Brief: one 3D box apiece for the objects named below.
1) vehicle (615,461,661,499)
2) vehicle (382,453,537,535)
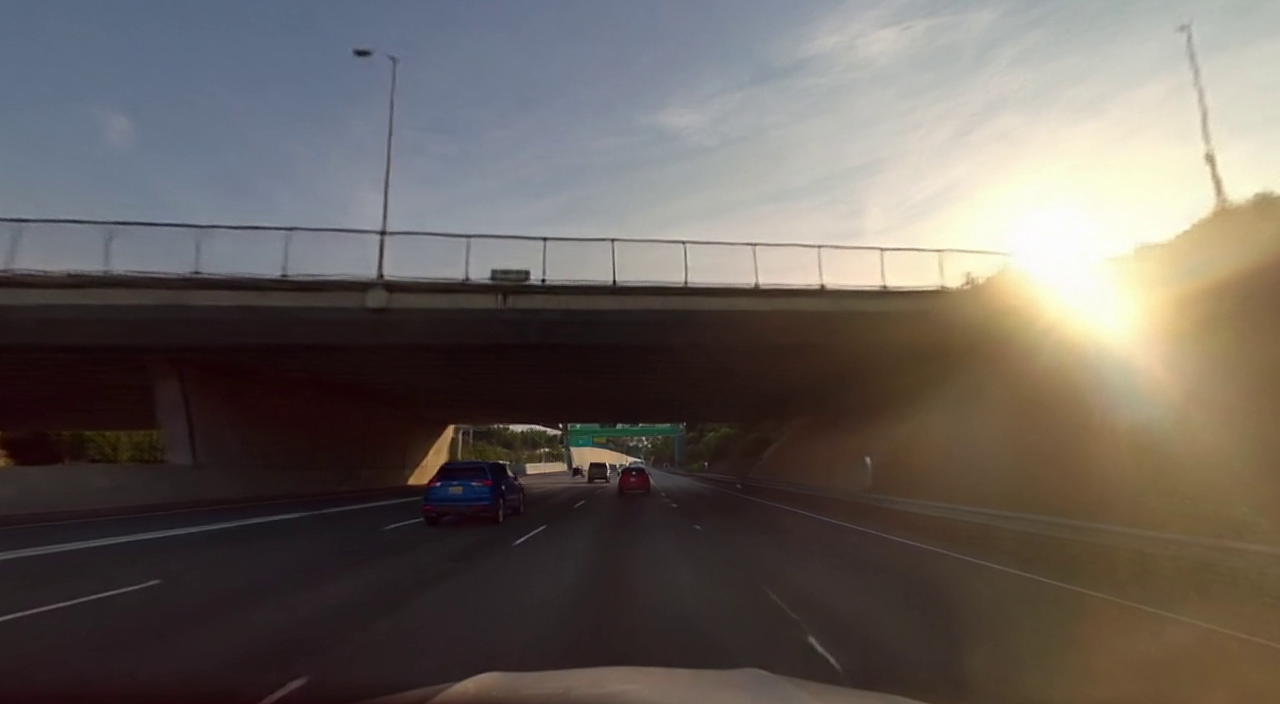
[{"bbox_3d":[-0.094,5.980,29.585,1.992,1.601,3.762,1,-10,-1],"label":"vehicle"},{"bbox_3d":[-3.871,3.170,14.524,2.102,1.521,4.687,1,-10,1],"label":"vehicle"}]
